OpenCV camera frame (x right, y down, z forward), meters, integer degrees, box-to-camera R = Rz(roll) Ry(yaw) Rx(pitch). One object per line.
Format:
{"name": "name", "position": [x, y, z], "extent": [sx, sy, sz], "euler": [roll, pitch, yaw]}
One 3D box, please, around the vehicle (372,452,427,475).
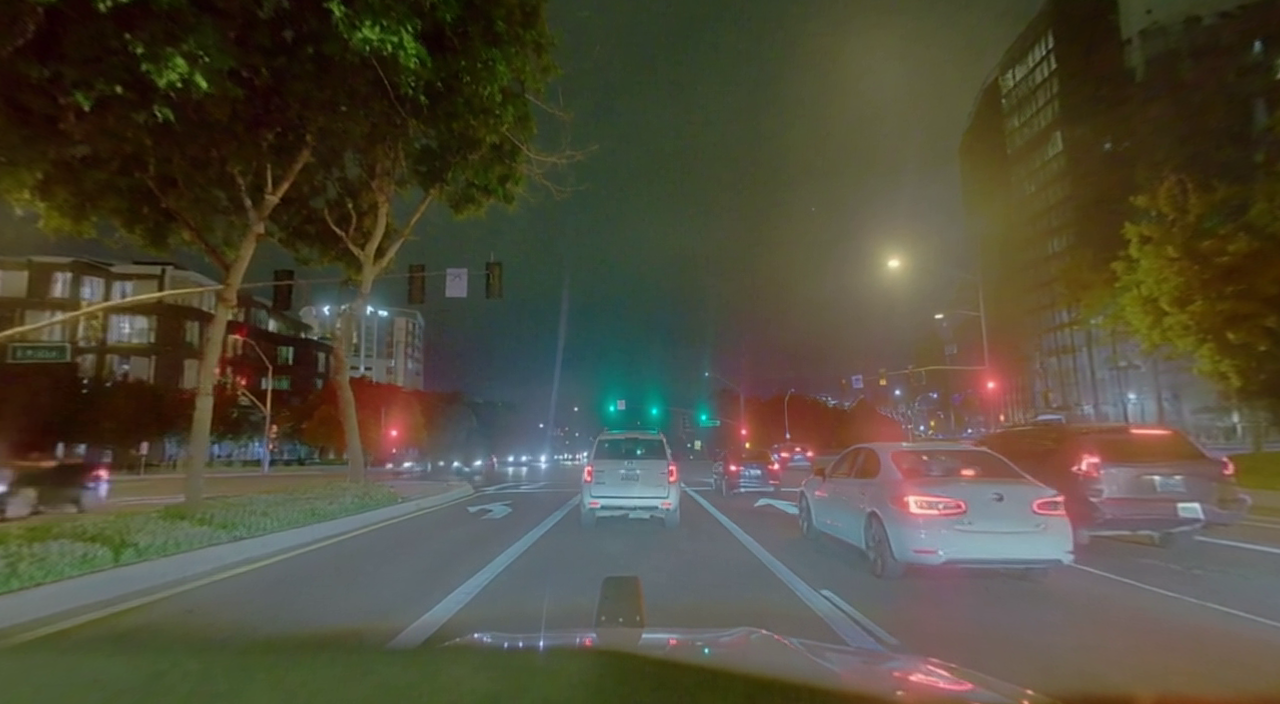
{"name": "vehicle", "position": [-17.467, 8.132, 46.127], "extent": [1.971, 1.523, 4.991], "euler": [0, -9, 1]}

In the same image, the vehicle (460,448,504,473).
{"name": "vehicle", "position": [-11.227, 7.692, 45.113], "extent": [2.032, 1.671, 4.316], "euler": [0, -9, 0]}

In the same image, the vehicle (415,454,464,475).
{"name": "vehicle", "position": [-14.501, 8.142, 45.886], "extent": [2.107, 1.448, 4.179], "euler": [0, -9, 1]}

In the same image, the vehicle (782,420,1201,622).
{"name": "vehicle", "position": [3.319, 1.684, 7.417], "extent": [2.034, 1.558, 4.774], "euler": [0, -9, -2]}

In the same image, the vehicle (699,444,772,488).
{"name": "vehicle", "position": [3.502, 4.271, 24.018], "extent": [2.004, 1.523, 4.263], "euler": [0, -9, -1]}

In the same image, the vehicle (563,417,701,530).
{"name": "vehicle", "position": [-0.140, 2.303, 12.517], "extent": [2.236, 1.827, 4.316], "euler": [0, -9, 0]}

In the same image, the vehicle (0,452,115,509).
{"name": "vehicle", "position": [-20.872, 4.290, 21.408], "extent": [2.138, 1.708, 4.589], "euler": [0, -9, 0]}
